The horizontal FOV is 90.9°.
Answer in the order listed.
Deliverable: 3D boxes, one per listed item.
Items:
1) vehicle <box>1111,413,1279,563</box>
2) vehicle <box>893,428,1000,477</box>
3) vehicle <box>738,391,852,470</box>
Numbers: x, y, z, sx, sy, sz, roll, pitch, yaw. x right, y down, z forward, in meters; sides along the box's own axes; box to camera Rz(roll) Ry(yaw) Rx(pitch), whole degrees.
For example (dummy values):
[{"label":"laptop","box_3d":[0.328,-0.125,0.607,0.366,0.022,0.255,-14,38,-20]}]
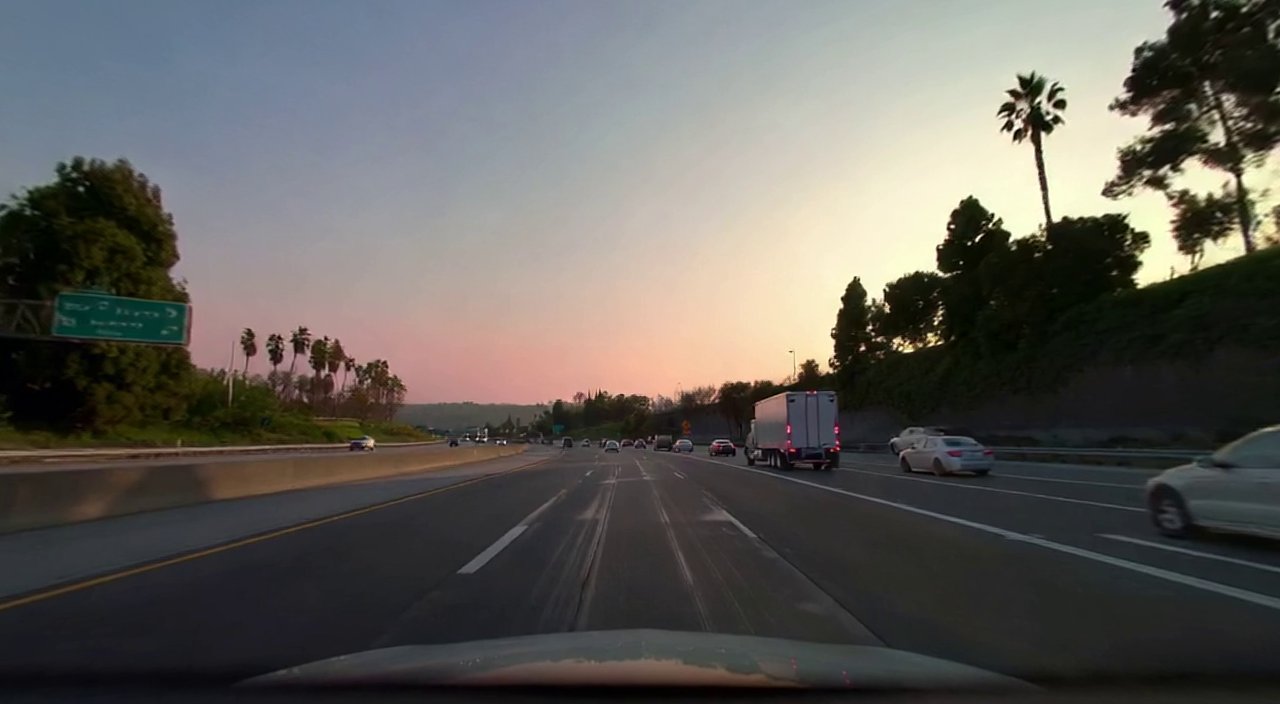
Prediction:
[{"label":"vehicle","box_3d":[8.646,1.558,7.177,2.148,1.764,5.601,0,-8,-1]},{"label":"vehicle","box_3d":[12.631,4.169,26.374,2.032,1.827,4.501,0,-8,-3]},{"label":"vehicle","box_3d":[7.657,4.180,32.954,2.919,3.482,9.838,0,-8,-3]}]
